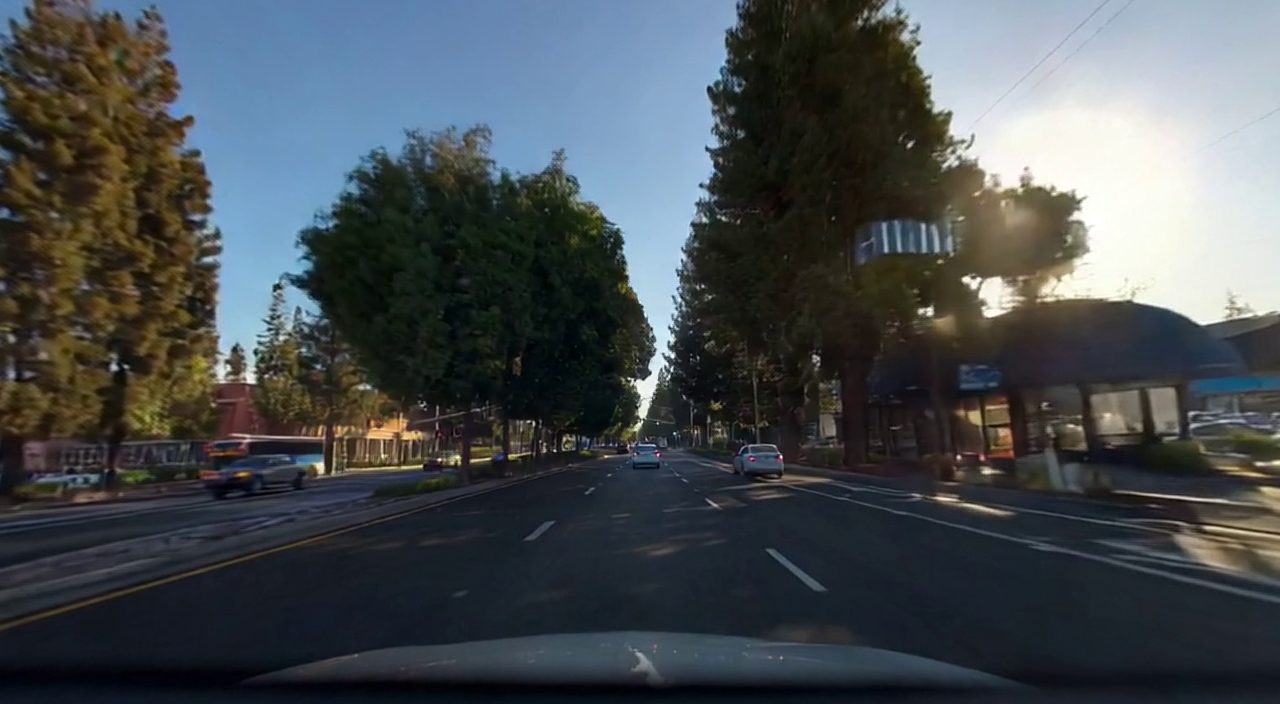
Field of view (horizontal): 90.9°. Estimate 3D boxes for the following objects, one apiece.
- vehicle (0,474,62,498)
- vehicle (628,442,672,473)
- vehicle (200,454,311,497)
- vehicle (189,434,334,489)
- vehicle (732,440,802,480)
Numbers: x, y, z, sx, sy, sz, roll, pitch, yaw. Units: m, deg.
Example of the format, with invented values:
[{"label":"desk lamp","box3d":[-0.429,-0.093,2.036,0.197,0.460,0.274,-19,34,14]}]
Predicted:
[{"label":"vehicle","box3d":[-41.321,8.942,42.152,1.641,1.376,3.792,-1,-9,2]},{"label":"vehicle","box3d":[0.477,5.507,33.131,2.144,1.505,4.128,0,-8,0]},{"label":"vehicle","box3d":[-17.617,5.653,29.248,1.984,1.698,4.885,-1,-8,1]},{"label":"vehicle","box3d":[-28.773,8.370,48.908,3.375,3.684,11.176,-1,-9,6]},{"label":"vehicle","box3d":[5.167,4.455,26.256,2.067,1.497,4.327,0,-8,1]}]
